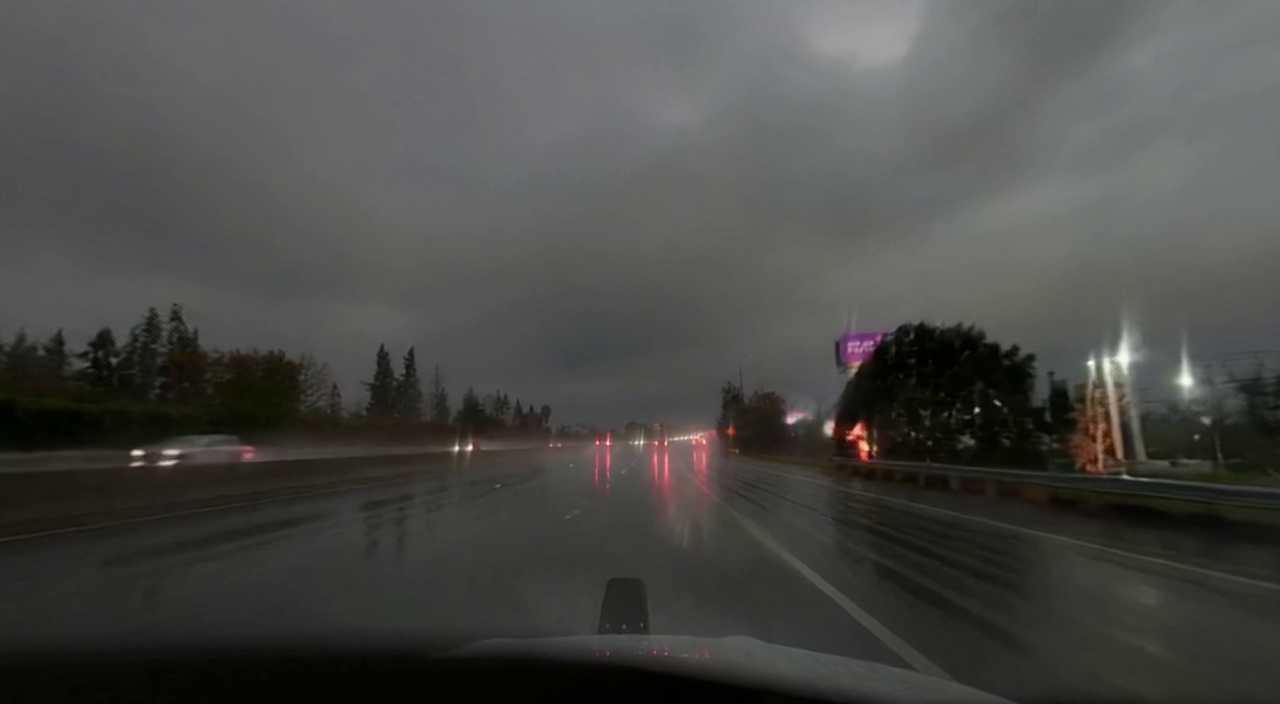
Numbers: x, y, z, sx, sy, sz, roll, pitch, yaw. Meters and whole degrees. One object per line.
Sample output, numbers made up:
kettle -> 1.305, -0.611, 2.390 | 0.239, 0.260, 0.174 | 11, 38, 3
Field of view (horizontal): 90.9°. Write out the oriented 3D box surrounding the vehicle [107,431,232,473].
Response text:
vehicle -> -17.448, 3.727, 23.637 | 1.738, 1.467, 3.642 | 0, -8, 2
